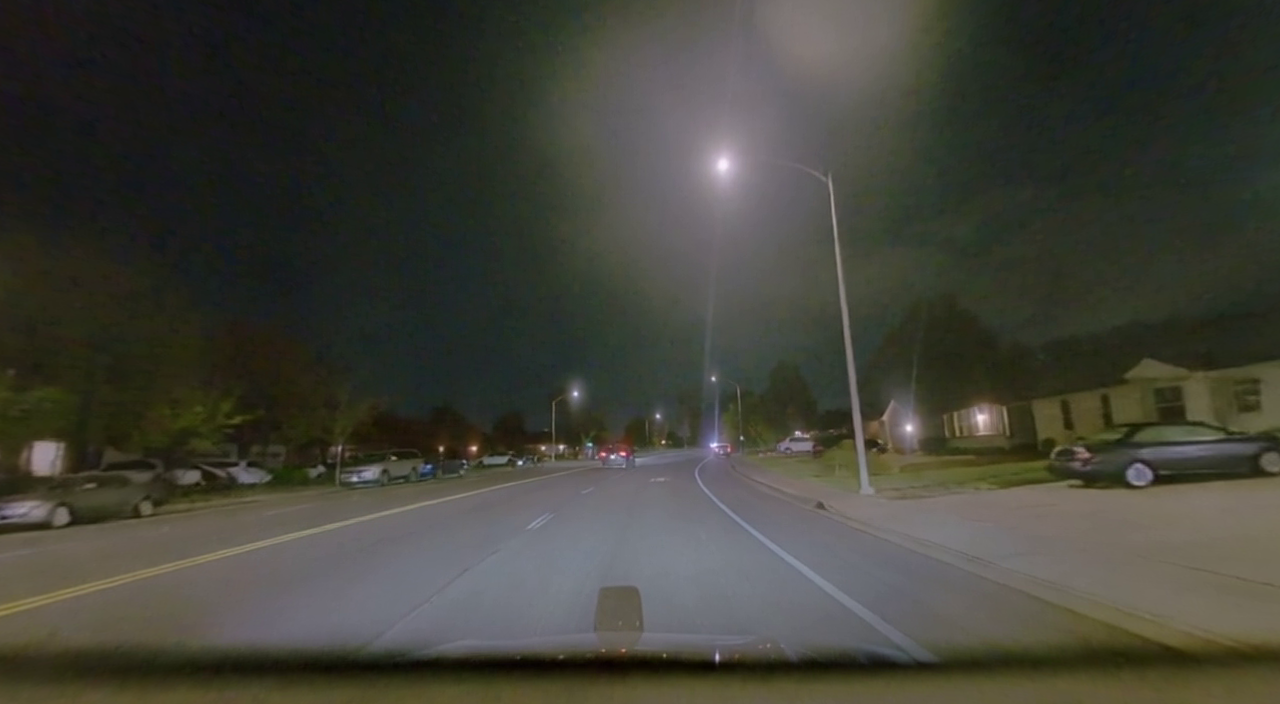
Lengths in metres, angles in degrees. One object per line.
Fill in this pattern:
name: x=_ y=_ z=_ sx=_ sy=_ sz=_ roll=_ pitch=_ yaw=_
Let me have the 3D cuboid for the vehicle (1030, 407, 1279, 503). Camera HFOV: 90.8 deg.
vehicle: x=10.873 y=1.996 z=12.576 sx=4.757 sy=1.536 sz=1.938 roll=-5 pitch=-9 yaw=5

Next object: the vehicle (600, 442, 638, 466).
vehicle: x=-1.530 y=7.756 z=48.216 sx=2.135 sy=1.731 sz=4.232 roll=-1 pitch=-8 yaw=8

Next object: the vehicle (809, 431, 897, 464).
vehicle: x=12.414 y=5.616 z=37.084 sx=4.383 sy=1.602 sz=1.920 roll=-4 pitch=-9 yaw=3

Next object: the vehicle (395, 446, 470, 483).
vehicle: x=-12.455 y=6.759 z=38.378 sx=2.114 sy=1.931 sz=5.936 roll=-5 pitch=-9 yaw=5

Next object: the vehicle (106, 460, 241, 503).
vehicle: x=-17.988 y=4.978 z=24.638 sx=1.872 sy=1.396 sz=4.150 roll=-1 pitch=-8 yaw=4

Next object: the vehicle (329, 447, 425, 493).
vehicle: x=-13.086 y=5.836 z=31.884 sx=2.157 sy=1.882 sz=5.479 roll=-6 pitch=-9 yaw=4
